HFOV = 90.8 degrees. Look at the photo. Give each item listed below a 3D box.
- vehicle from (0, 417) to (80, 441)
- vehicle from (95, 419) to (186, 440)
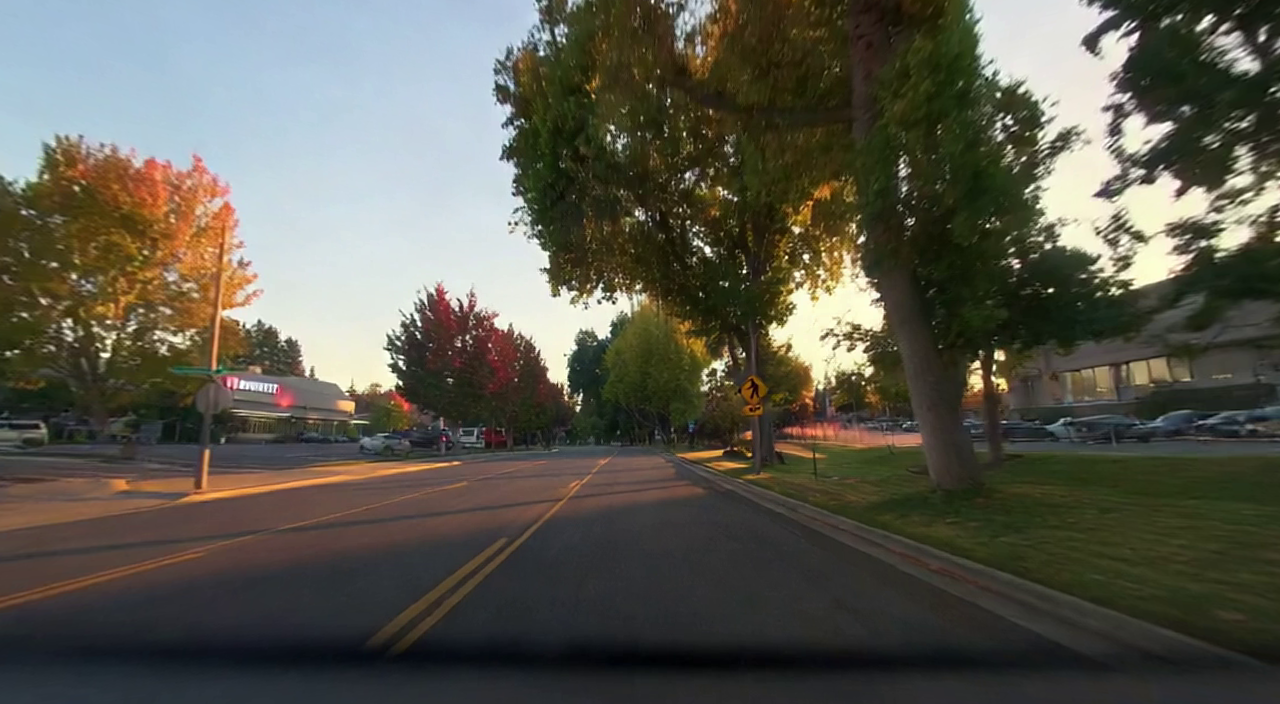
[{"bbox_3d":[-38.288,4.866,39.567,4.706,1.433,1.862,7,-11,-40],"label":"vehicle"},{"bbox_3d":[-38.199,5.979,48.403,5.205,1.525,1.769,8,-11,-42],"label":"vehicle"}]
